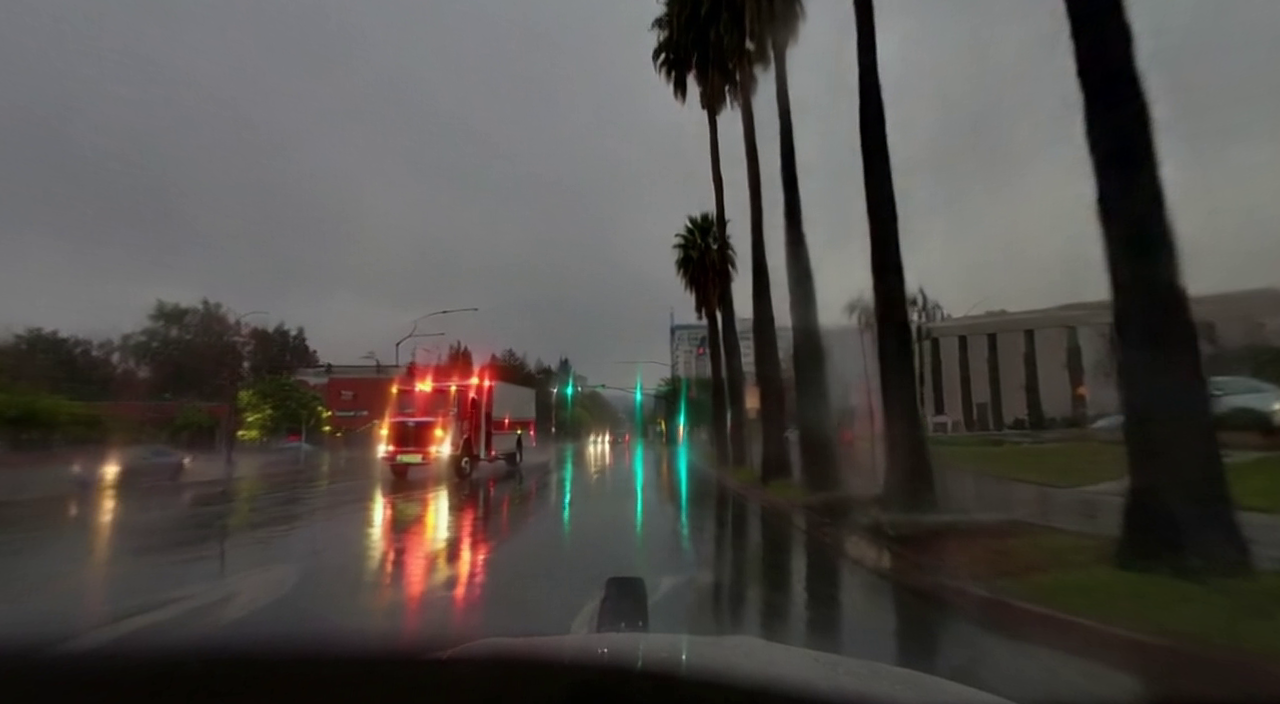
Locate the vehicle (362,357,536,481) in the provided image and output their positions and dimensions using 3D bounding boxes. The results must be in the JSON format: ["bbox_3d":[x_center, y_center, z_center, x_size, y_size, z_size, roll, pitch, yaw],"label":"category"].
[{"bbox_3d":[-6.699,2.868,24.782,3.008,3.730,11.786,0,-8,1],"label":"vehicle"}]

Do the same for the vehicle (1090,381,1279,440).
[{"bbox_3d":[15.089,1.582,16.640,4.663,1.457,2.045,-1,-7,2],"label":"vehicle"}]

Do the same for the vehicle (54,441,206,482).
[{"bbox_3d":[-21.656,4.642,27.037,2.052,1.594,5.203,0,-8,2],"label":"vehicle"}]
